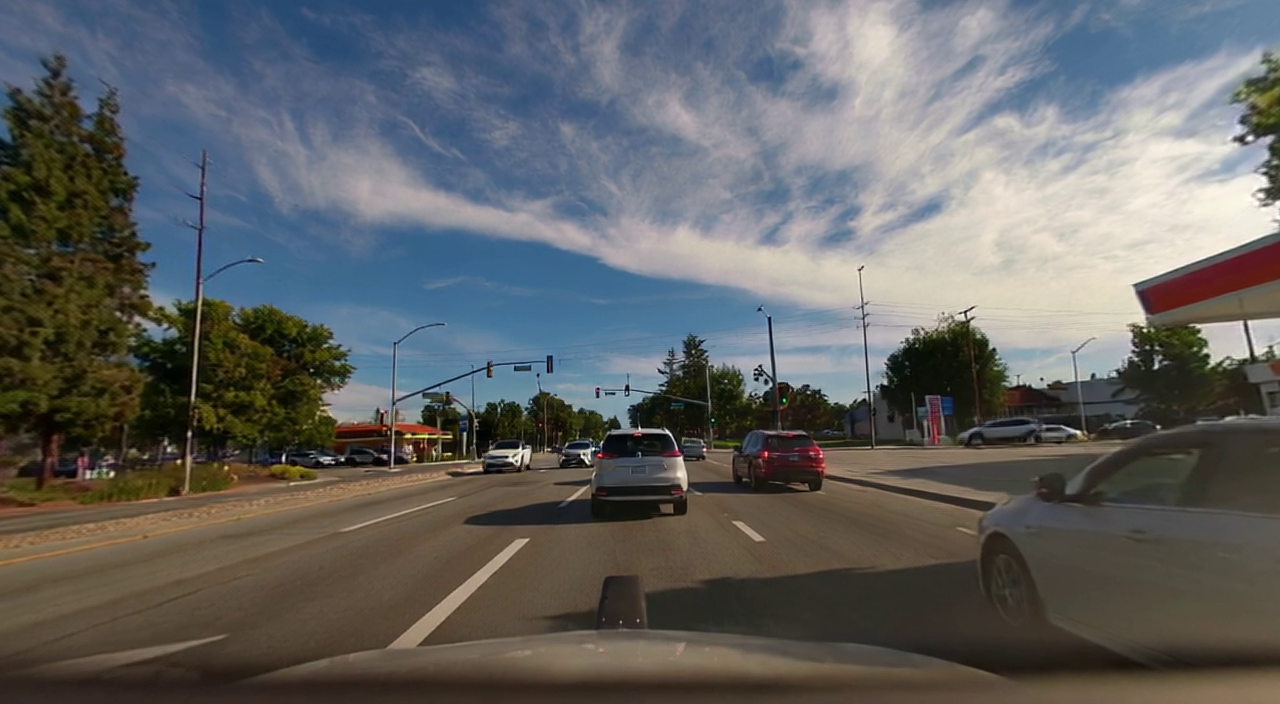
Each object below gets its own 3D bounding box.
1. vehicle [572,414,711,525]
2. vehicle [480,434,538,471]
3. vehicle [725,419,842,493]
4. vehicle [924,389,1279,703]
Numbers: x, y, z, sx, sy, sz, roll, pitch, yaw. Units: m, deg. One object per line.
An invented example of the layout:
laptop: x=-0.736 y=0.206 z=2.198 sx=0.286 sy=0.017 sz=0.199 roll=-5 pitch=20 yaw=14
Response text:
vehicle: x=-0.044 y=2.124 z=11.896 sx=2.164 sy=1.718 sz=3.881 roll=0 pitch=-8 yaw=-2
vehicle: x=-6.448 y=5.017 z=31.673 sx=1.994 sy=1.695 sz=4.471 roll=0 pitch=-8 yaw=-1
vehicle: x=3.869 y=2.921 z=18.072 sx=2.116 sy=1.791 sz=5.006 roll=0 pitch=-8 yaw=-1
vehicle: x=3.332 y=0.970 z=2.978 sx=1.904 sy=1.472 sz=4.358 roll=0 pitch=-8 yaw=-1
